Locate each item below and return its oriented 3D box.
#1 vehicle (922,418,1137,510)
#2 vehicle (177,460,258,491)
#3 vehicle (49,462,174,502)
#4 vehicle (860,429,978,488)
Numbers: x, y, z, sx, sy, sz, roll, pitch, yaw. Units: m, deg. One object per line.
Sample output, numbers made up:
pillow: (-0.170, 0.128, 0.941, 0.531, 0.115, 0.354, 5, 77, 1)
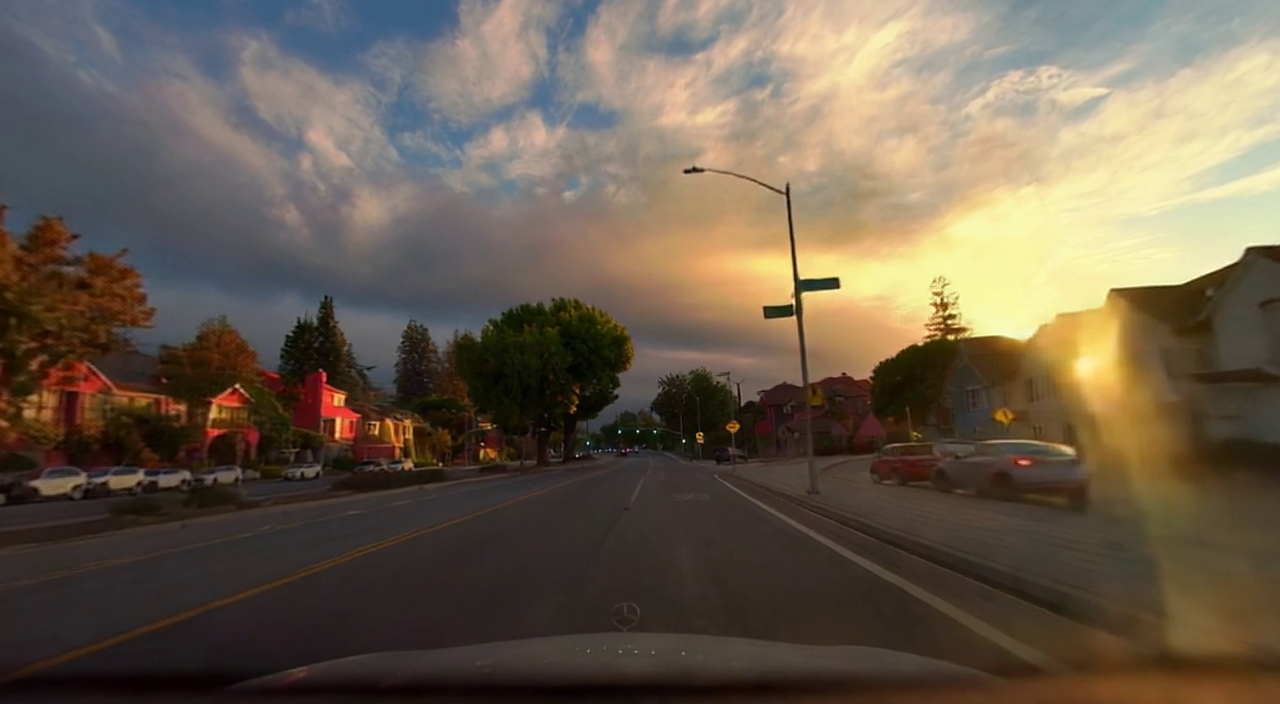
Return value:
vehicle: (8.964, 2.820, 15.200, 1.923, 1.741, 4.683, -3, -13, -2)
vehicle: (-27.444, 8.112, 41.231, 1.936, 1.723, 4.573, -4, -13, 3)
vehicle: (-27.854, 6.843, 33.586, 2.076, 1.815, 4.985, -1, -9, 4)
vehicle: (9.053, 3.636, 21.003, 2.004, 1.476, 4.588, -4, -14, 3)
